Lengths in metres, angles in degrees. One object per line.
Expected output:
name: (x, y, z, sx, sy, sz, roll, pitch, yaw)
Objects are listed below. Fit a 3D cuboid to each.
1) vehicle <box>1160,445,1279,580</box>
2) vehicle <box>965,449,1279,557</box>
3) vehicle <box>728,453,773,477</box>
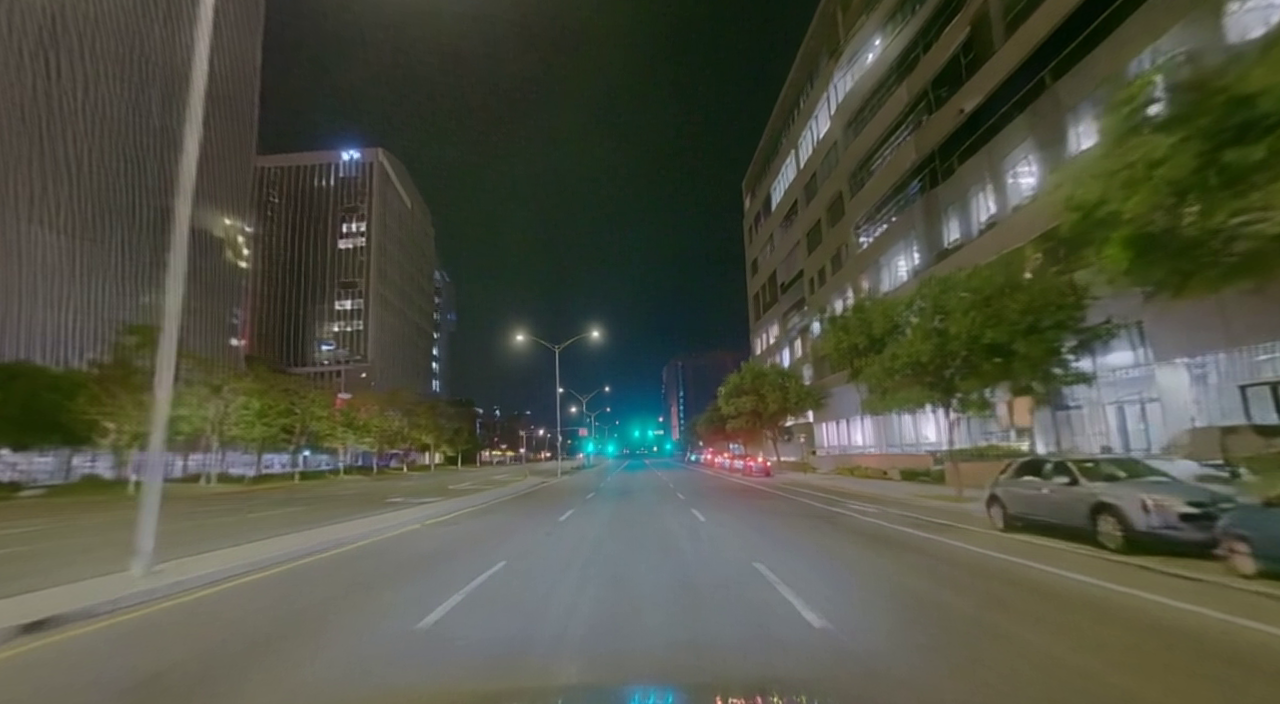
vehicle: (7.745, 1.652, 6.299, 1.714, 1.439, 4.020, 0, -9, 1)
vehicle: (7.861, 2.440, 11.040, 1.913, 1.465, 4.446, 0, -9, -1)
vehicle: (7.435, 7.661, 43.030, 2.066, 1.451, 4.783, 0, -9, -2)
